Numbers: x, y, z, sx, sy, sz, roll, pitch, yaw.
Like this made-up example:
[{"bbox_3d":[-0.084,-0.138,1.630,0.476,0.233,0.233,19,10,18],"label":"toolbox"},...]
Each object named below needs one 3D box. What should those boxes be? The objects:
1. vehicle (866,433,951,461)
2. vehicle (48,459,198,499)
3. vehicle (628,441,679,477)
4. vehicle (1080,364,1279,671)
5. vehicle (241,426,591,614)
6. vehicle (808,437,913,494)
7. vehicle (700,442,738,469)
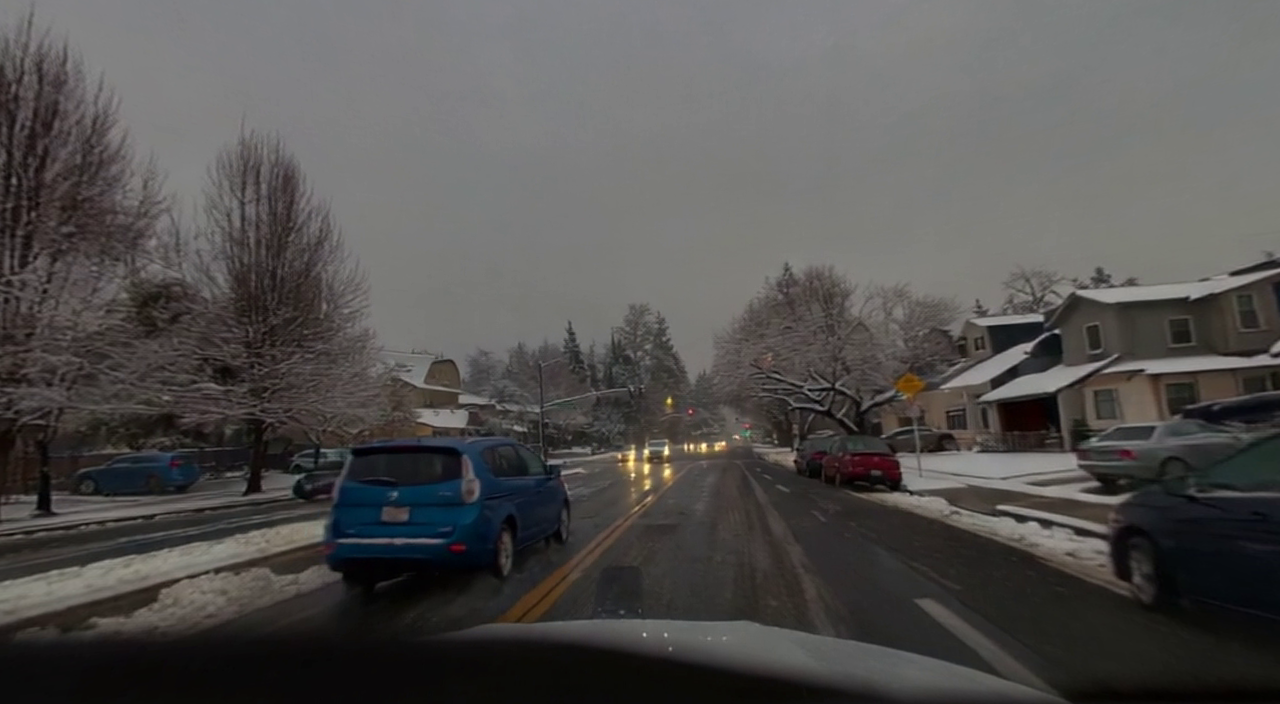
[{"bbox_3d":[15.238,5.435,36.041,4.046,1.450,1.814,-2,-9,8],"label":"vehicle"},{"bbox_3d":[-19.727,4.840,24.193,4.397,1.423,1.789,-1,-9,7],"label":"vehicle"},{"bbox_3d":[0.692,4.928,29.386,1.986,1.508,4.261,-1,-9,6],"label":"vehicle"},{"bbox_3d":[4.738,0.881,3.123,2.069,1.780,4.480,-1,-9,4],"label":"vehicle"},{"bbox_3d":[-2.083,1.723,7.498,2.069,1.510,4.325,-2,-9,8],"label":"vehicle"},{"bbox_3d":[6.441,3.358,19.037,1.964,1.485,4.454,-1,-9,6],"label":"vehicle"},{"bbox_3d":[4.575,6.055,37.217,2.081,1.475,4.361,-1,-9,5],"label":"vehicle"}]
